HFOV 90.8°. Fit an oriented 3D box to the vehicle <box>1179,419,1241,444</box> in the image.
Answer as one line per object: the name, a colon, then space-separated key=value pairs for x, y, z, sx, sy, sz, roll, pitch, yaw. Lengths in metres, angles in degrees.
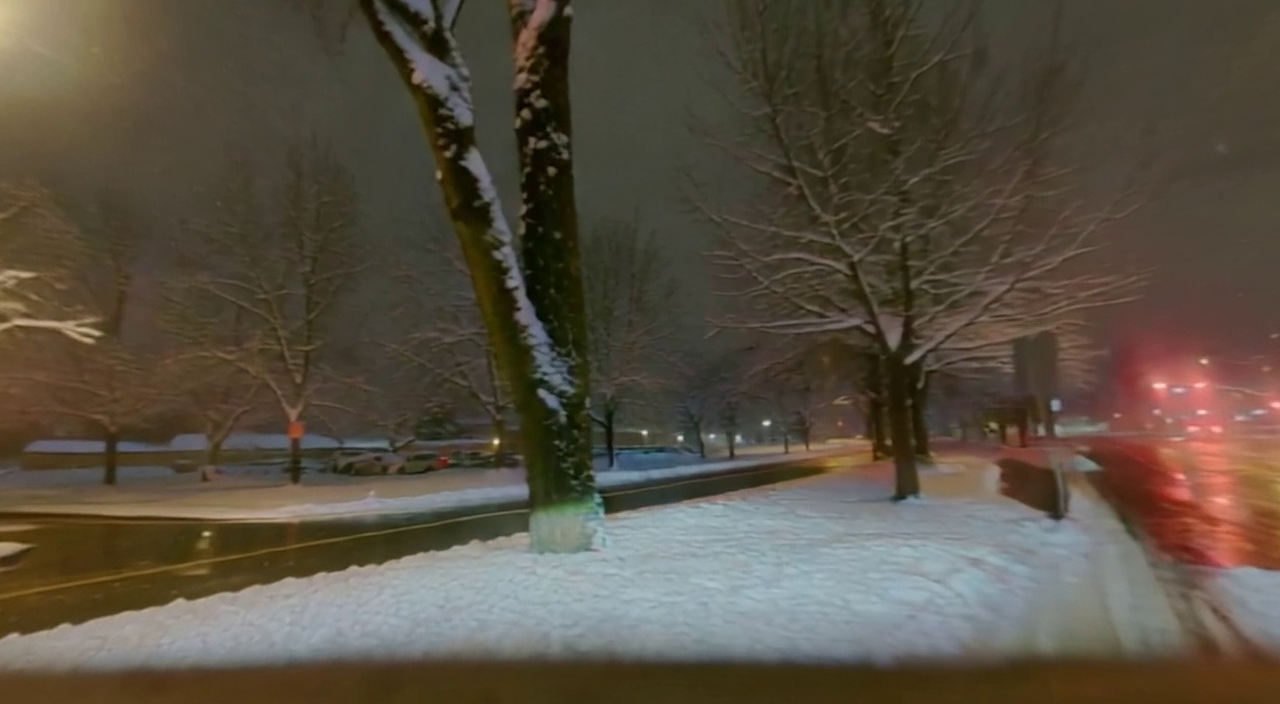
vehicle: x=40.110 y=5.632 z=44.567 sx=2.100 sy=1.638 sz=4.545 roll=-5 pitch=-10 yaw=27

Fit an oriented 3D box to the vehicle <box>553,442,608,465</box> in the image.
vehicle: x=-4.727 y=7.944 z=49.571 sx=2.112 sy=1.719 sz=5.483 roll=5 pitch=-10 yaw=-31

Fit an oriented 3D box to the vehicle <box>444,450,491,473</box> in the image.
vehicle: x=-12.975 y=8.162 z=47.311 sx=2.102 sy=1.541 sz=4.416 roll=5 pitch=-10 yaw=-32

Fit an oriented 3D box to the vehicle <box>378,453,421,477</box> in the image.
vehicle: x=-16.093 y=7.509 z=42.117 sx=2.130 sy=1.458 sz=4.157 roll=4 pitch=-10 yaw=-28

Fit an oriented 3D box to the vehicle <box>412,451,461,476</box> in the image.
vehicle: x=-14.121 y=7.658 z=43.580 sx=2.121 sy=1.541 sz=5.124 roll=5 pitch=-10 yaw=-30
